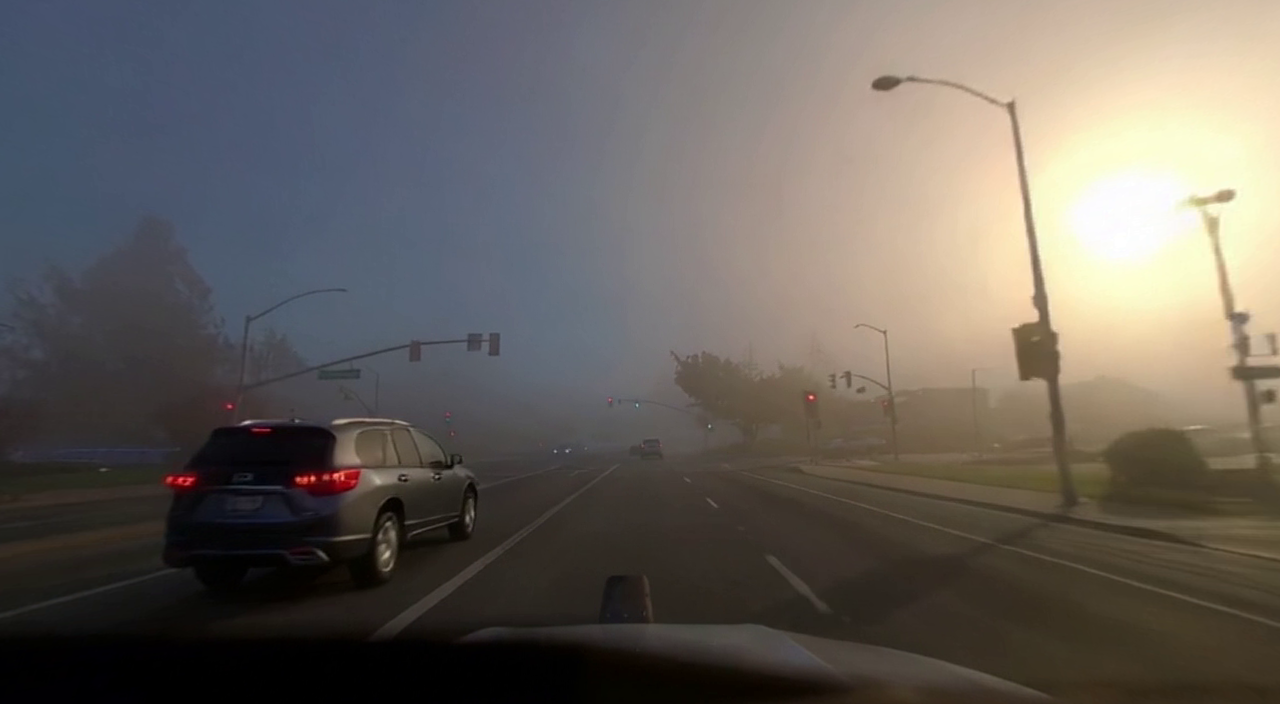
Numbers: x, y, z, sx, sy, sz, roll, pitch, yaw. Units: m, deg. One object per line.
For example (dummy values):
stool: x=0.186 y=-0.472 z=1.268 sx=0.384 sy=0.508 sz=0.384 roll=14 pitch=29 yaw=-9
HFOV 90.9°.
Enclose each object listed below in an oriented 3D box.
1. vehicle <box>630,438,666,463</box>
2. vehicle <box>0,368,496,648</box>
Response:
vehicle: x=0.536 y=7.202 z=46.193 sx=2.437 sy=1.737 sz=4.420 roll=0 pitch=-8 yaw=-1
vehicle: x=-3.506 y=1.411 z=6.905 sx=2.459 sy=1.825 sz=5.380 roll=-1 pitch=-8 yaw=2
